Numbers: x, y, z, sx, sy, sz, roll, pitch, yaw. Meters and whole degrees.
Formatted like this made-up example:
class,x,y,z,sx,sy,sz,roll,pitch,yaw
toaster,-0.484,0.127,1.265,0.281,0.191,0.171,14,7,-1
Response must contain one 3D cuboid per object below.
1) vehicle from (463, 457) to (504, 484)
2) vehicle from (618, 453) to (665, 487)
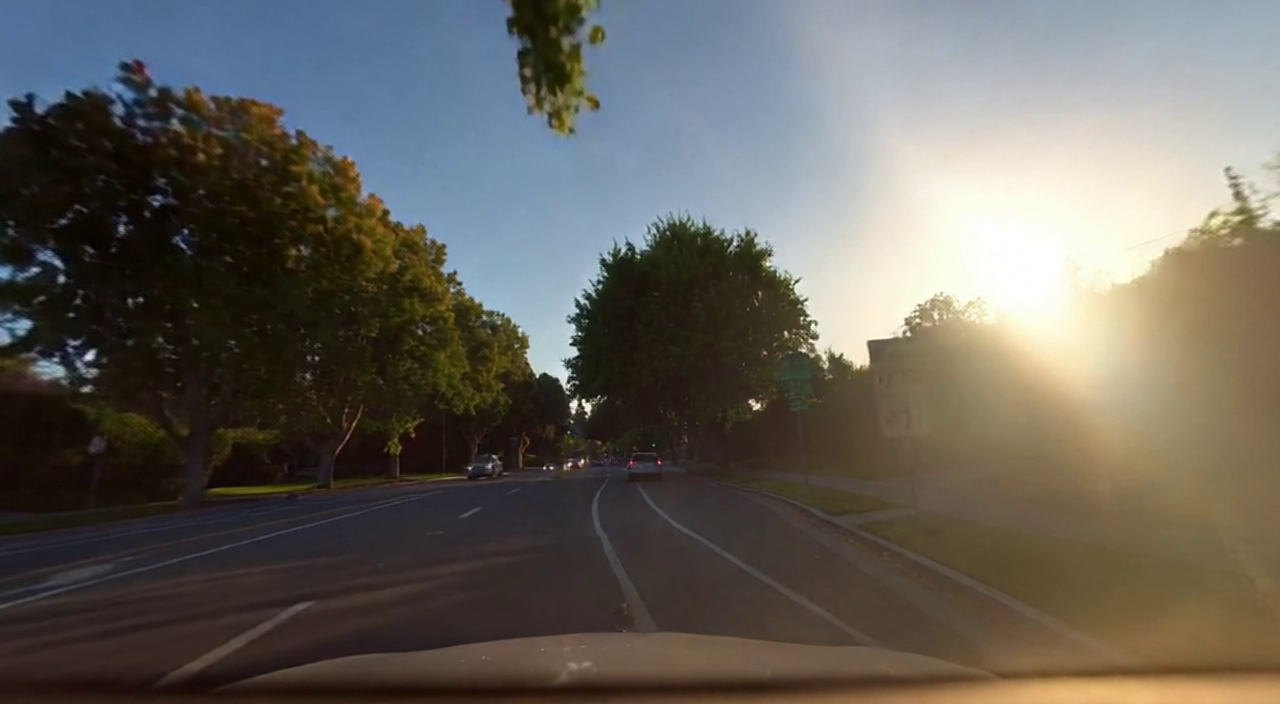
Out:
class,x,y,z,sx,sy,sz,roll,pitch,yaw
vehicle,-11.161,8.457,45.353,1.969,1.751,4.432,0,-9,-1
vehicle,0.045,5.717,30.919,2.111,1.466,4.223,-1,-9,-1
